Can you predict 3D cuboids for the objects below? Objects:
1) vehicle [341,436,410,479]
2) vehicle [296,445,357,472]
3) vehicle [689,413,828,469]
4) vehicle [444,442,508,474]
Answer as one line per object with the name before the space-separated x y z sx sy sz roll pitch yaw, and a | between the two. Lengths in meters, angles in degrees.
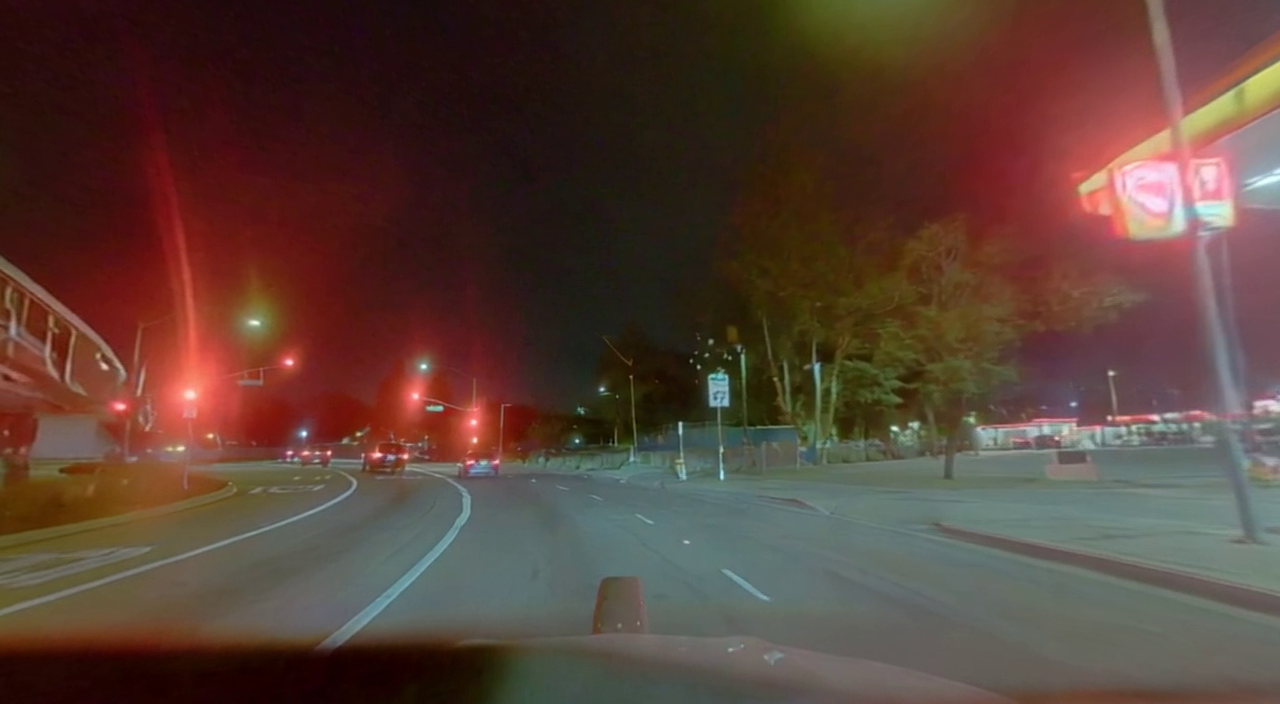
vehicle | -13.831 5.433 32.731 2.254 2.006 4.766 6 -10 -34
vehicle | -20.392 6.900 40.917 4.546 1.650 1.940 -8 -12 42
vehicle | 7.095 5.457 38.423 7.741 3.106 2.906 -6 -10 34
vehicle | -10.400 6.627 39.623 2.202 1.822 4.826 7 -11 -36
